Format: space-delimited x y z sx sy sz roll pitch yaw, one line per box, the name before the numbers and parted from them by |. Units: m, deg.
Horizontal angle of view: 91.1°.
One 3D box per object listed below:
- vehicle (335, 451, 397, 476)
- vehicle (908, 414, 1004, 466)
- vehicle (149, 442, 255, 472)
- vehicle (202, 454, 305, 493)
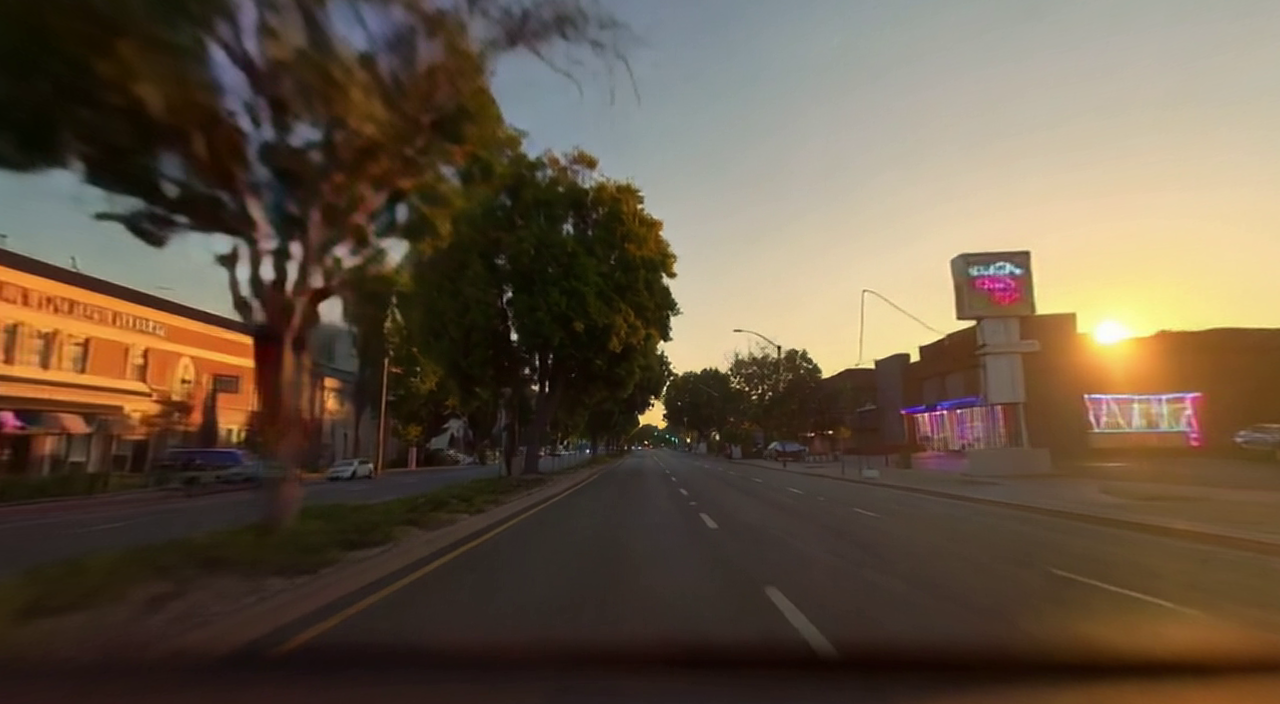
vehicle | -18.946 7.746 43.711 2.071 1.595 4.822 0 -9 1
vehicle | 21.926 6.227 44.102 2.977 3.311 6.892 0 -9 -1
vehicle | -26.570 6.347 38.241 4.667 1.728 2.276 0 -8 -3
vehicle | -18.838 5.894 30.901 2.012 1.560 4.782 -1 -7 0
